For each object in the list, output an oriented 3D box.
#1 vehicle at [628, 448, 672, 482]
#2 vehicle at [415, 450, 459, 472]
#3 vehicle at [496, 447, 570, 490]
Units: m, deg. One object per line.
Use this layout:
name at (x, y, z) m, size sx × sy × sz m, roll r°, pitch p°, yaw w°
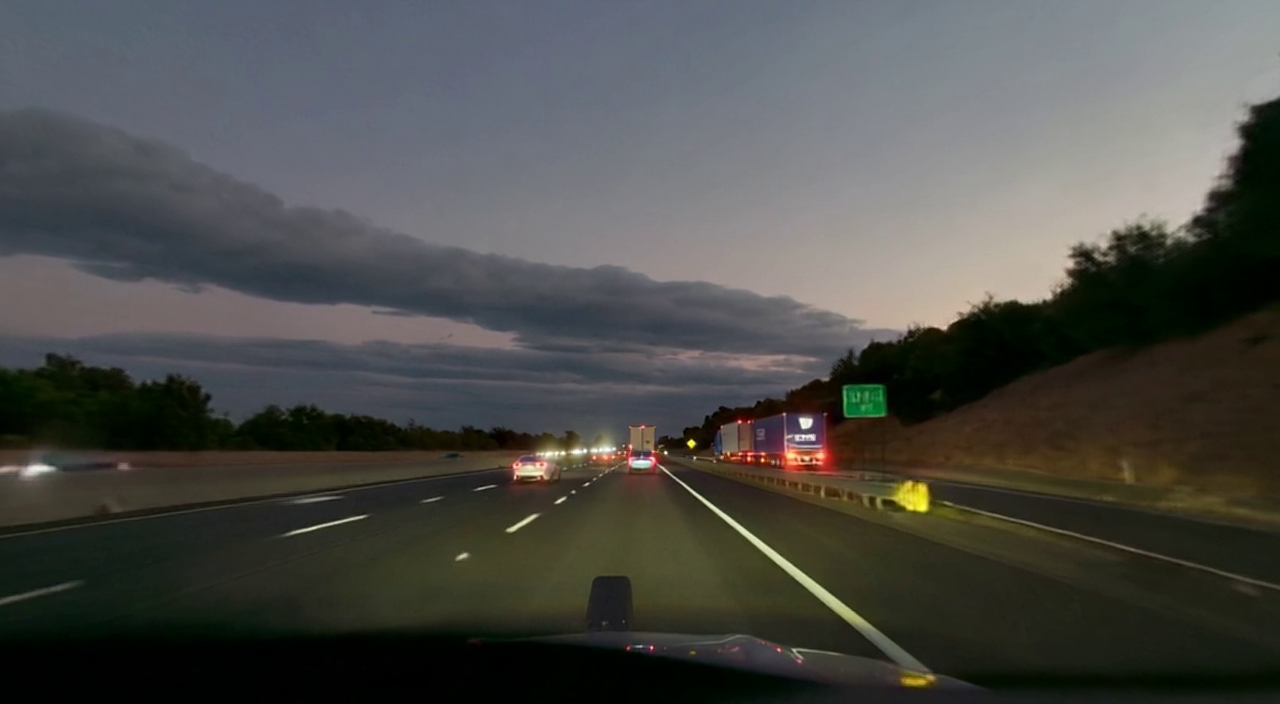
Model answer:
vehicle at (0.461, 5.387, 30.283) m, size 1.991 × 1.507 × 3.391 m, roll 0°, pitch -9°, yaw 0°
vehicle at (-15.877, 8.539, 49.610) m, size 1.952 × 1.573 × 4.568 m, roll 0°, pitch -9°, yaw 0°
vehicle at (-3.987, 4.427, 24.288) m, size 2.018 × 1.504 × 4.431 m, roll 0°, pitch -9°, yaw 1°
